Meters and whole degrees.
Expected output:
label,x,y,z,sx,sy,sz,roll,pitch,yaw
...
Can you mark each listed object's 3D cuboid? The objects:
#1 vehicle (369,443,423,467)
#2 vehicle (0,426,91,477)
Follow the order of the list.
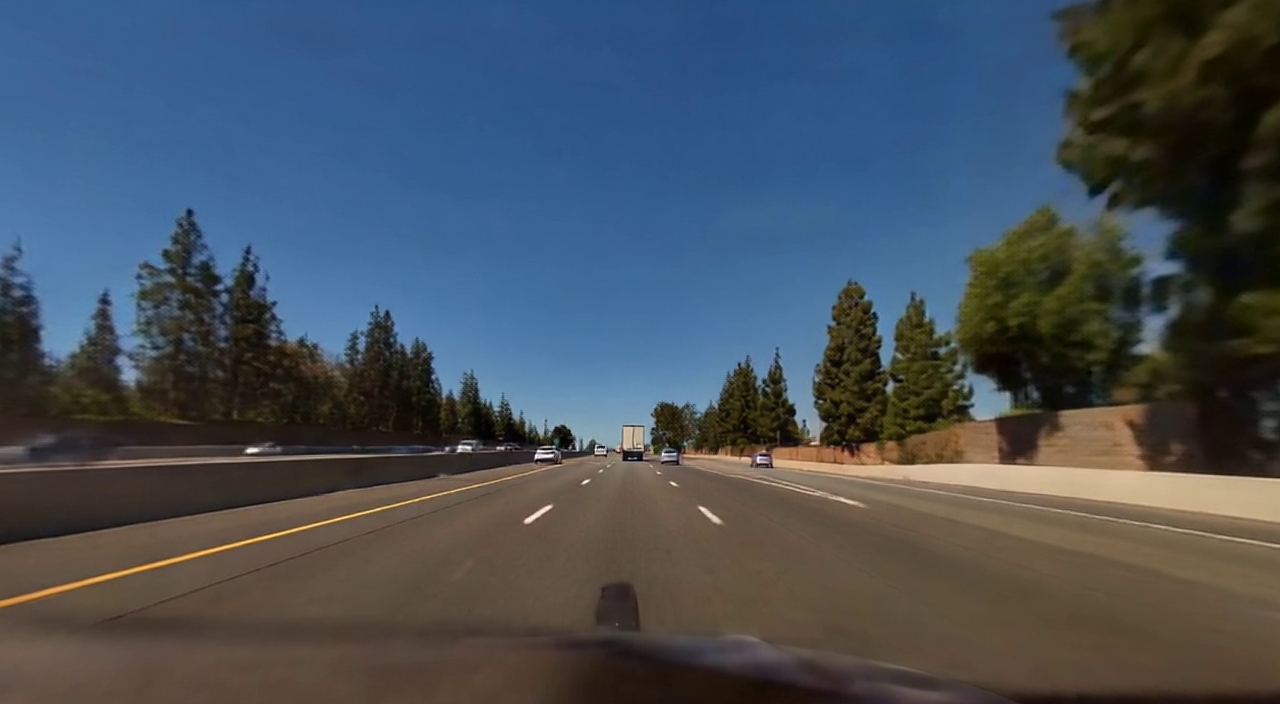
label,x,y,z,sx,sy,sz,roll,pitch,yaw
vehicle,-15.768,6.682,41.069,1.877,1.467,4.044,0,-9,0
vehicle,-22.798,3.557,22.567,1.982,1.703,4.855,0,-9,0
